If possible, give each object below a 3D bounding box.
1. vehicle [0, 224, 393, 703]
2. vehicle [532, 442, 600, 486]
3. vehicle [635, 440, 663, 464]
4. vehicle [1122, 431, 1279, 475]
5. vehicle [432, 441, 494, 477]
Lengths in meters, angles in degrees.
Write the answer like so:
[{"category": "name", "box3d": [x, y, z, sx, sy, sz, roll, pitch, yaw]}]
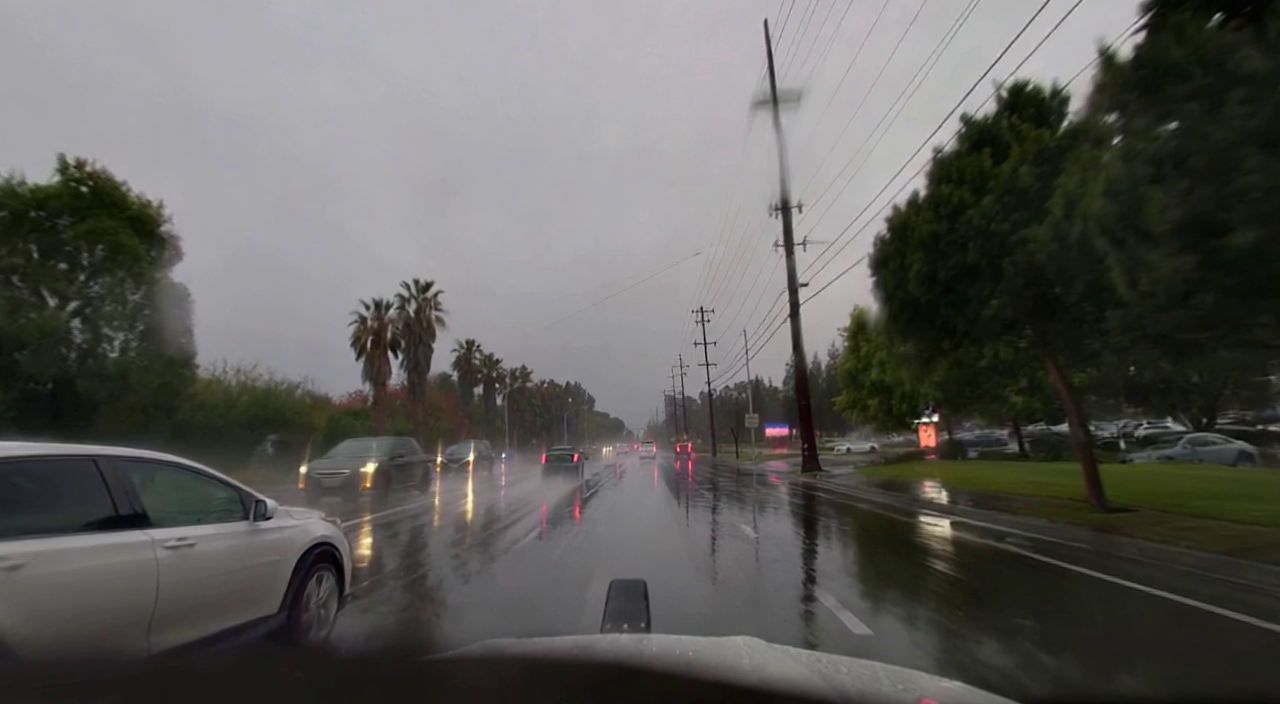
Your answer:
[{"category": "vehicle", "box3d": [-3.023, 0.611, 1.689, 2.381, 1.961, 5.563, 0, -9, 1]}, {"category": "vehicle", "box3d": [-2.634, 4.105, 23.361, 1.982, 1.451, 4.152, 0, -9, 1]}, {"category": "vehicle", "box3d": [0.676, 7.862, 49.802, 2.155, 1.781, 3.977, 0, -9, 0]}, {"category": "vehicle", "box3d": [20.348, 3.654, 22.899, 4.001, 1.471, 1.986, 0, -9, -3]}, {"category": "vehicle", "box3d": [-9.457, 5.732, 34.096, 2.030, 1.772, 4.513, -2, -9, 1]}]
